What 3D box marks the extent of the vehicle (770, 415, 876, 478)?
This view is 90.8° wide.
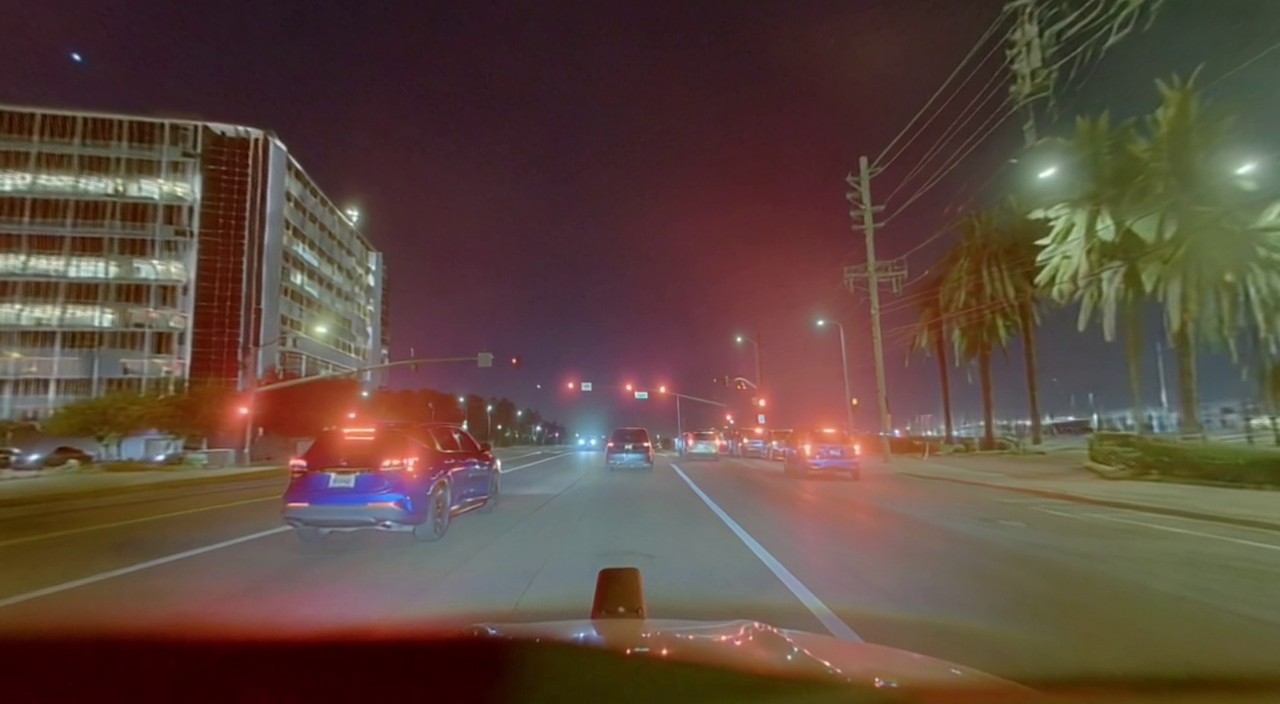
[{"bbox_3d":[6.424,3.419,22.904,2.130,1.979,5.310,0,-9,-1],"label":"vehicle"}]

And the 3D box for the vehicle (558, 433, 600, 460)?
[{"bbox_3d":[-3.467,5.457,36.511,1.973,1.504,3.895,0,-9,0],"label":"vehicle"}]

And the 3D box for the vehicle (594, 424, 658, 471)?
[{"bbox_3d":[-0.541,3.783,24.980,2.302,1.681,4.217,0,-9,-1],"label":"vehicle"}]

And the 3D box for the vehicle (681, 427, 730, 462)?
[{"bbox_3d":[3.220,4.673,31.871,1.975,1.598,4.025,0,-9,-1],"label":"vehicle"}]

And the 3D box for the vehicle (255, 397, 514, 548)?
[{"bbox_3d":[-3.465,1.756,9.740,2.136,1.779,4.417,0,-9,0],"label":"vehicle"}]

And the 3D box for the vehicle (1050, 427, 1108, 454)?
[{"bbox_3d":[26.042,5.291,37.622,2.020,1.501,4.732,-4,-9,25],"label":"vehicle"}]

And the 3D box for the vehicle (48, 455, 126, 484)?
[{"bbox_3d":[-31.303,6.613,35.922,1.879,1.448,4.729,4,-9,-24],"label":"vehicle"}]
